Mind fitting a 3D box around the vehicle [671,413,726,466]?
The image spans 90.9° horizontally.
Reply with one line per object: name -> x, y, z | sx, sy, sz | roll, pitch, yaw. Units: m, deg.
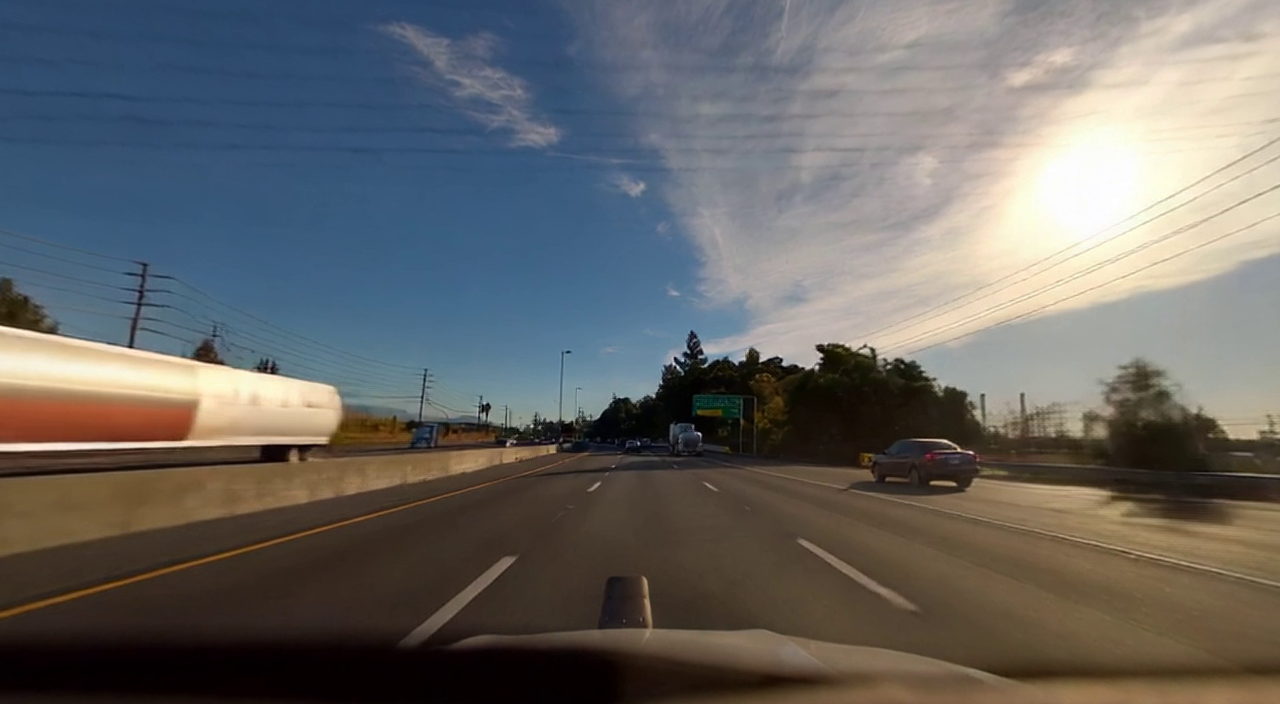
vehicle -> 3.712, 5.847, 42.110 | 2.791, 3.179, 8.074 | 0, -8, -1

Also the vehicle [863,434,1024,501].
vehicle -> 7.727, 2.965, 16.691 | 1.905, 1.480, 4.624 | 0, -8, -1
